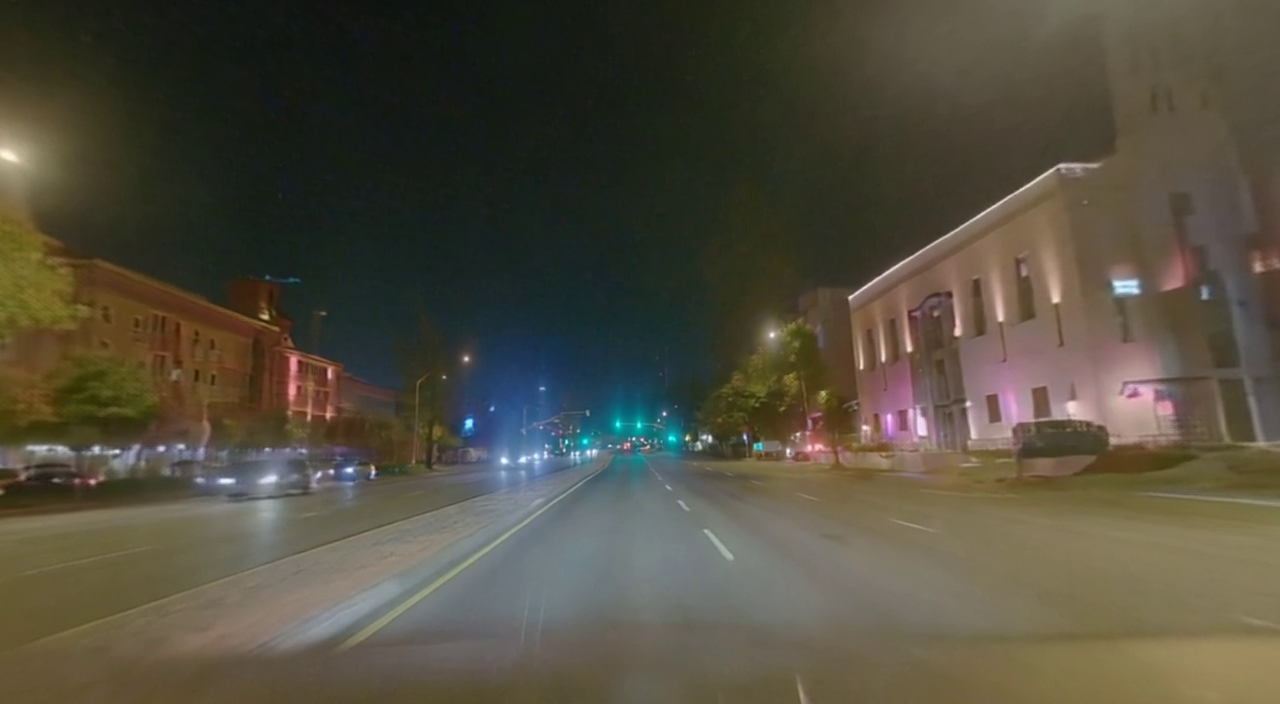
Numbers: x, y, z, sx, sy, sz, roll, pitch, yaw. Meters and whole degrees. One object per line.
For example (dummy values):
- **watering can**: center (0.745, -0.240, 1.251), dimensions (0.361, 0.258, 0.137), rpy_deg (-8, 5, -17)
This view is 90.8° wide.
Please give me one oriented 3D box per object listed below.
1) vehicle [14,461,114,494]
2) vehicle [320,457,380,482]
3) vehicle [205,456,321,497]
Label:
- **vehicle**: center (-30.206, 6.575, 33.204), dimensions (3.637, 1.430, 1.636), rpy_deg (-2, -9, -1)
- **vehicle**: center (-19.986, 8.084, 43.750), dimensions (1.870, 1.486, 5.031), rpy_deg (-1, -8, -1)
- **vehicle**: center (-15.741, 5.203, 26.743), dimensions (1.963, 1.500, 4.700), rpy_deg (0, -9, 1)
